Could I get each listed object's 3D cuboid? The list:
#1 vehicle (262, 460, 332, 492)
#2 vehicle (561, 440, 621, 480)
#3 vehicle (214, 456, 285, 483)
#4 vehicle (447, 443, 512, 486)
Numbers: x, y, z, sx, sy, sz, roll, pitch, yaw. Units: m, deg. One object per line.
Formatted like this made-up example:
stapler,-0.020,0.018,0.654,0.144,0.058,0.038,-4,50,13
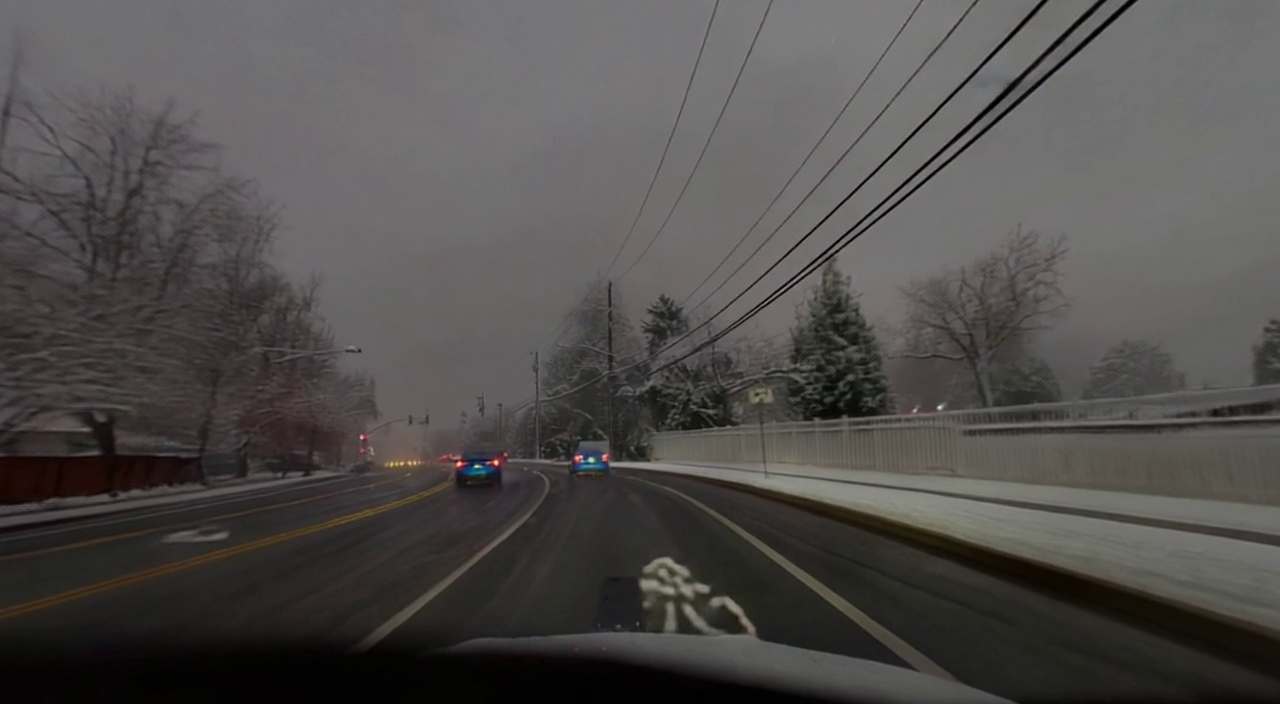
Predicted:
vehicle,-17.988,6.484,33.332,1.944,1.458,4.549,1,-9,-12
vehicle,-2.197,4.592,27.098,2.168,1.504,4.284,1,-9,-10
vehicle,-27.585,8.281,44.738,3.916,1.509,1.804,-2,-8,-18
vehicle,-5.992,4.244,24.068,1.913,1.425,4.235,0,-9,-8
